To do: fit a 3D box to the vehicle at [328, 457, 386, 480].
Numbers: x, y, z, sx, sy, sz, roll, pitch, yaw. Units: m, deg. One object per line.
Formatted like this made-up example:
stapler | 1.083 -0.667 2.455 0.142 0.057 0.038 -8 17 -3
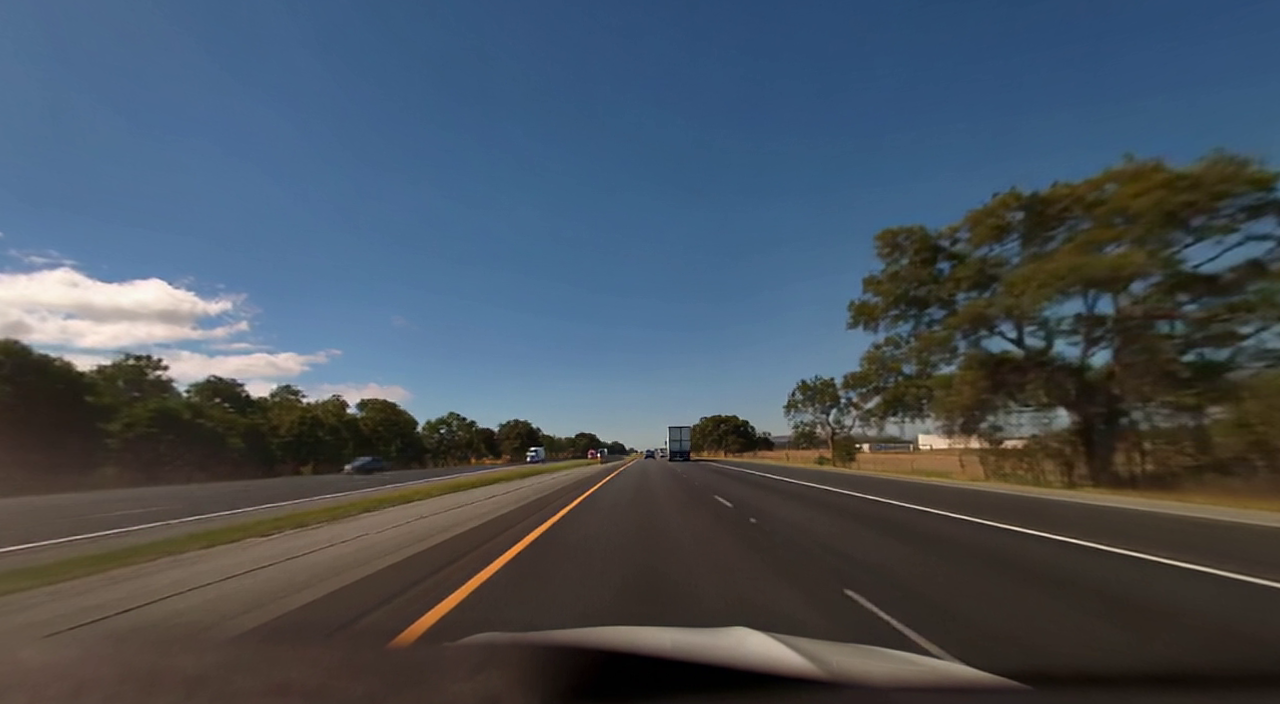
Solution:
vehicle | -19.570 8.067 43.754 1.840 1.460 4.763 0 -9 0
